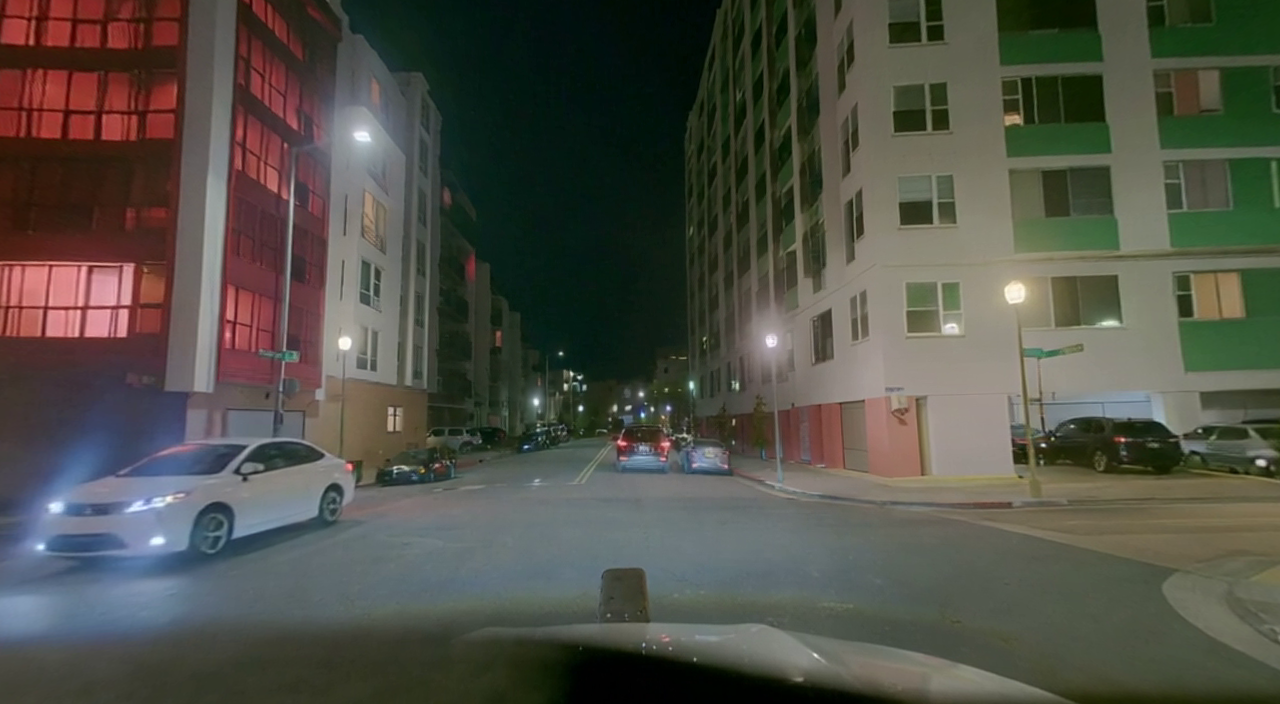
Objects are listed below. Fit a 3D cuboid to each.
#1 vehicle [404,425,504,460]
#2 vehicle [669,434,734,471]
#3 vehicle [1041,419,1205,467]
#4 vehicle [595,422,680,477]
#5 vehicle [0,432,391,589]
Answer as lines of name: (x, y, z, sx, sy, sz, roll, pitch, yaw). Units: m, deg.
vehicle: (-11.445, 5.586, 38.874, 5.540, 1.950, 2.113, 4, -12, -28)
vehicle: (2.509, 4.286, 26.994, 2.290, 1.456, 4.503, 0, -8, -1)
vehicle: (15.335, 2.914, 20.152, 3.752, 1.453, 1.709, 0, -9, 2)
vehicle: (-0.238, 3.633, 23.704, 2.412, 1.834, 4.636, 1, -9, -10)
vehicle: (-5.434, 1.890, 8.591, 2.226, 1.465, 5.034, 0, -8, -3)
